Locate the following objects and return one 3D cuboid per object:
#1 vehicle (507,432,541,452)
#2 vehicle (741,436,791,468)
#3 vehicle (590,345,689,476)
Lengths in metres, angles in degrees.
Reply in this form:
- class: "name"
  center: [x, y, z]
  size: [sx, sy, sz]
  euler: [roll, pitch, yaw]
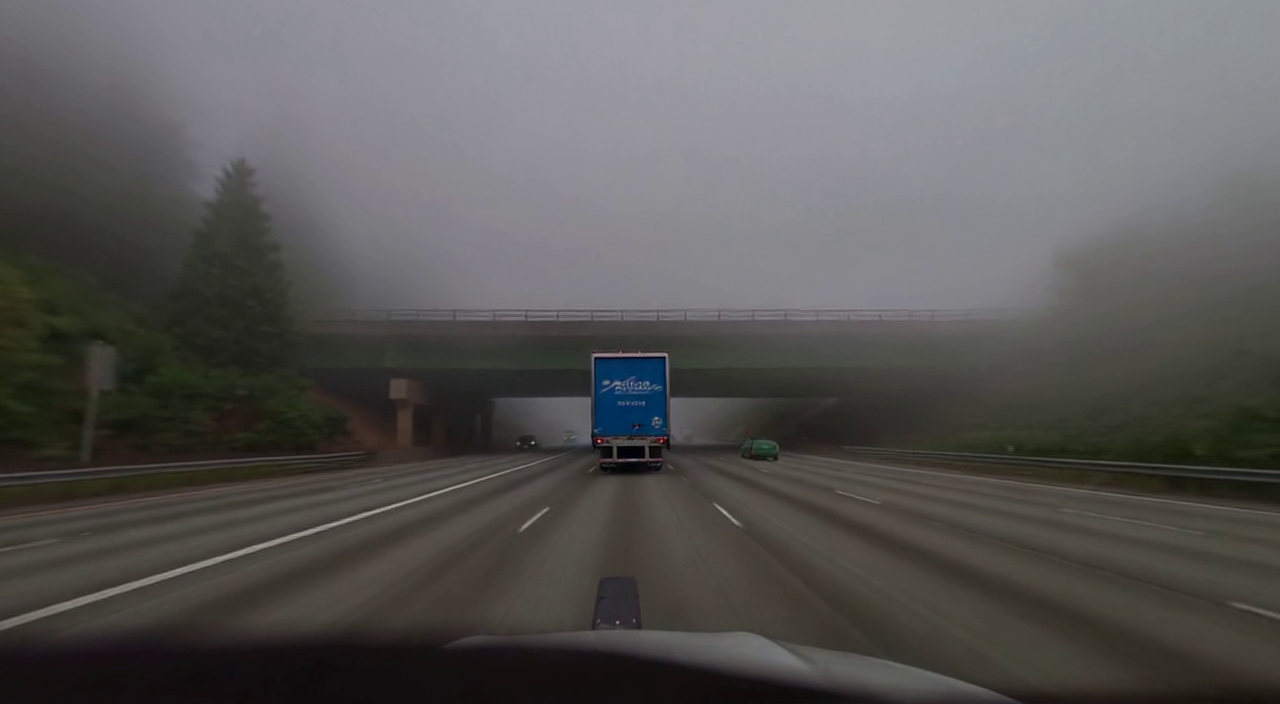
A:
- class: "vehicle"
  center: [-9.114, 7.069, 49.630]
  size: [1.955, 1.453, 3.855]
  euler: [0, -8, 0]
- class: "vehicle"
  center: [7.447, 5.922, 37.599]
  size: [2.050, 1.637, 4.397]
  euler: [3, -7, 0]
- class: "vehicle"
  center: [-0.247, 2.369, 23.667]
  size: [2.895, 3.861, 10.213]
  euler: [0, -8, -3]
